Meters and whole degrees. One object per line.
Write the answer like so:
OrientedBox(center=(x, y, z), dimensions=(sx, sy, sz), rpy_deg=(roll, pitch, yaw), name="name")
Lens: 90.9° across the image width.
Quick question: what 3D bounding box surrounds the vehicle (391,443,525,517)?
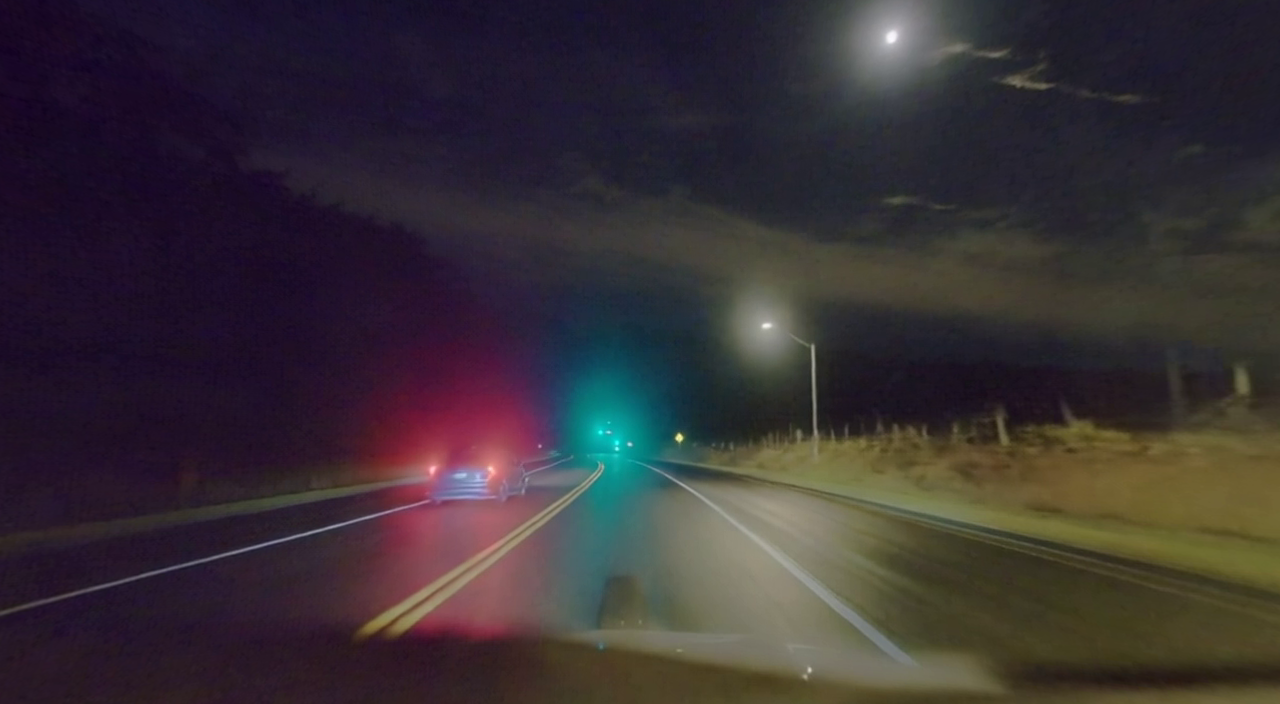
OrientedBox(center=(-4.210, 3.005, 15.413), dimensions=(1.968, 1.503, 4.443), rpy_deg=(-1, -9, 0), name="vehicle")
